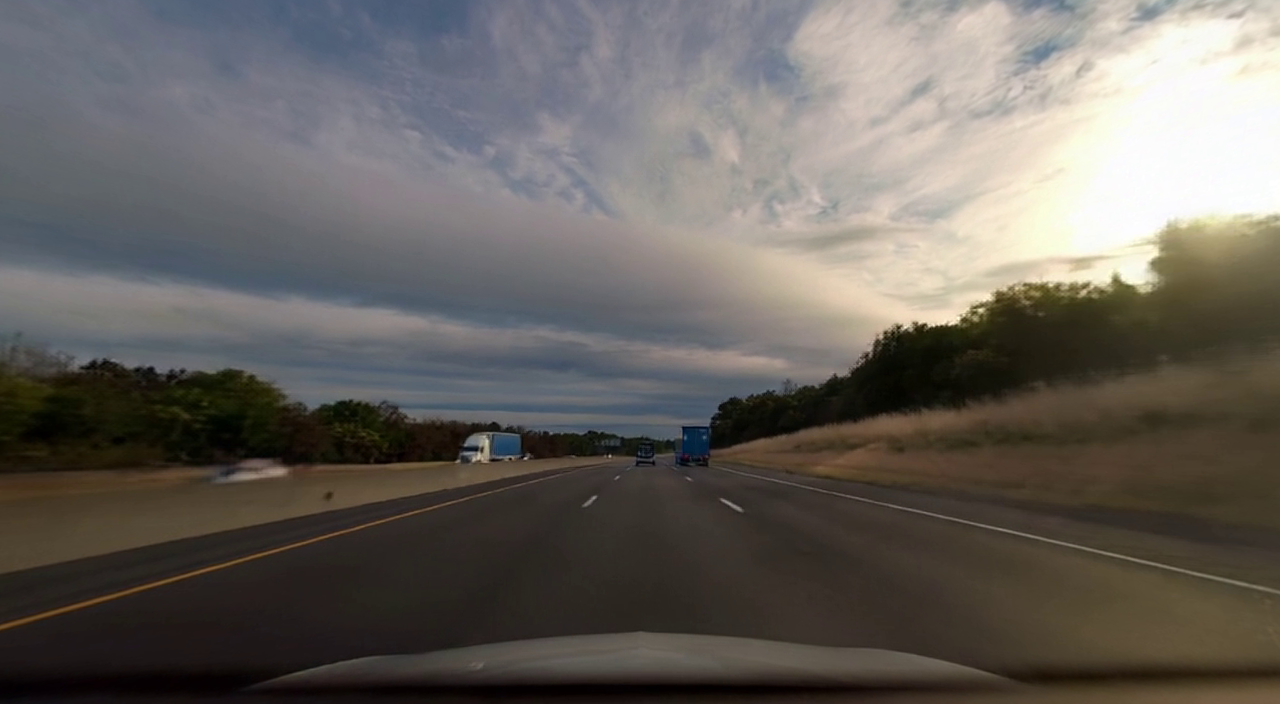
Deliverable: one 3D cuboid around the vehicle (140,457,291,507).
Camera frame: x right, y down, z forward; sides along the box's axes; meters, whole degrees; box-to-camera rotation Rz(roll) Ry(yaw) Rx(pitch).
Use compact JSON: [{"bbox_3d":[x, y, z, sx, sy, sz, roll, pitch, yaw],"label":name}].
[{"bbox_3d":[-14.417,4.406,21.844,1.916,1.460,4.715,0,-9,1],"label":"vehicle"}]
